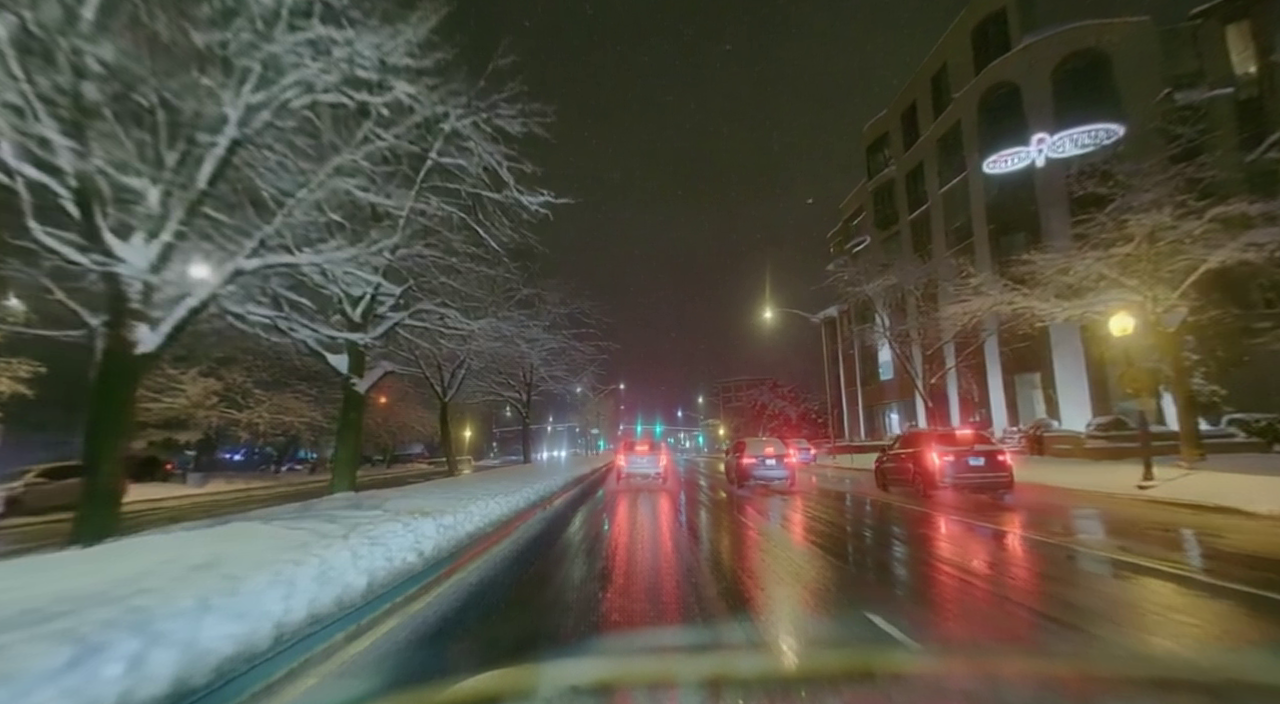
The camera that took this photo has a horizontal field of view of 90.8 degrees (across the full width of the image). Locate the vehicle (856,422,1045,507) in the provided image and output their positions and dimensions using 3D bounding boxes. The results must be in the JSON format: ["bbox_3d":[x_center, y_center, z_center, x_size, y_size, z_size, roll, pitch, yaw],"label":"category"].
[{"bbox_3d":[7.154,2.649,15.306,2.052,1.708,4.842,0,-9,0],"label":"vehicle"}]

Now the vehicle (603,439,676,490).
[{"bbox_3d":[-0.049,3.552,20.312,2.101,1.444,4.248,0,-9,-1],"label":"vehicle"}]

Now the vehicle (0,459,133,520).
[{"bbox_3d":[-17.577,3.874,18.117,2.069,1.460,4.716,0,-9,1],"label":"vehicle"}]

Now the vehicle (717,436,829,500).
[{"bbox_3d":[3.379,3.038,16.937,1.993,1.477,4.240,0,-9,-1],"label":"vehicle"}]
